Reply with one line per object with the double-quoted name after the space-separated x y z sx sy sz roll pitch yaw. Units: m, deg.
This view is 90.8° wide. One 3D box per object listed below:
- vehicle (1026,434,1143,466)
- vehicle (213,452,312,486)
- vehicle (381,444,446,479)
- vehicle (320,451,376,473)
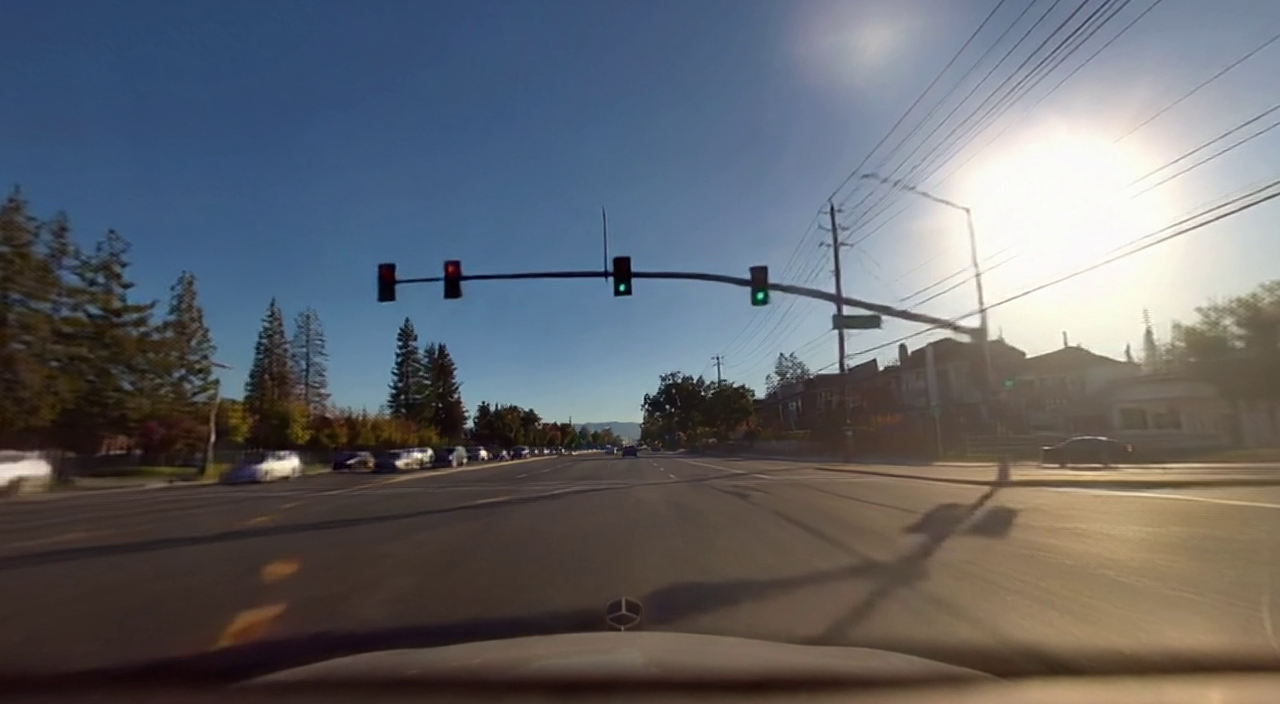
21.898 4.852 31.247 4.439 1.454 1.842 -8 -11 41 "vehicle"
-18.483 5.736 31.235 1.952 1.469 4.811 0 -8 -1 "vehicle"
-12.010 5.777 33.807 1.912 1.509 4.425 -4 -7 -1 "vehicle"
-21.978 8.290 47.747 2.002 1.489 4.734 0 -8 -1 "vehicle"
